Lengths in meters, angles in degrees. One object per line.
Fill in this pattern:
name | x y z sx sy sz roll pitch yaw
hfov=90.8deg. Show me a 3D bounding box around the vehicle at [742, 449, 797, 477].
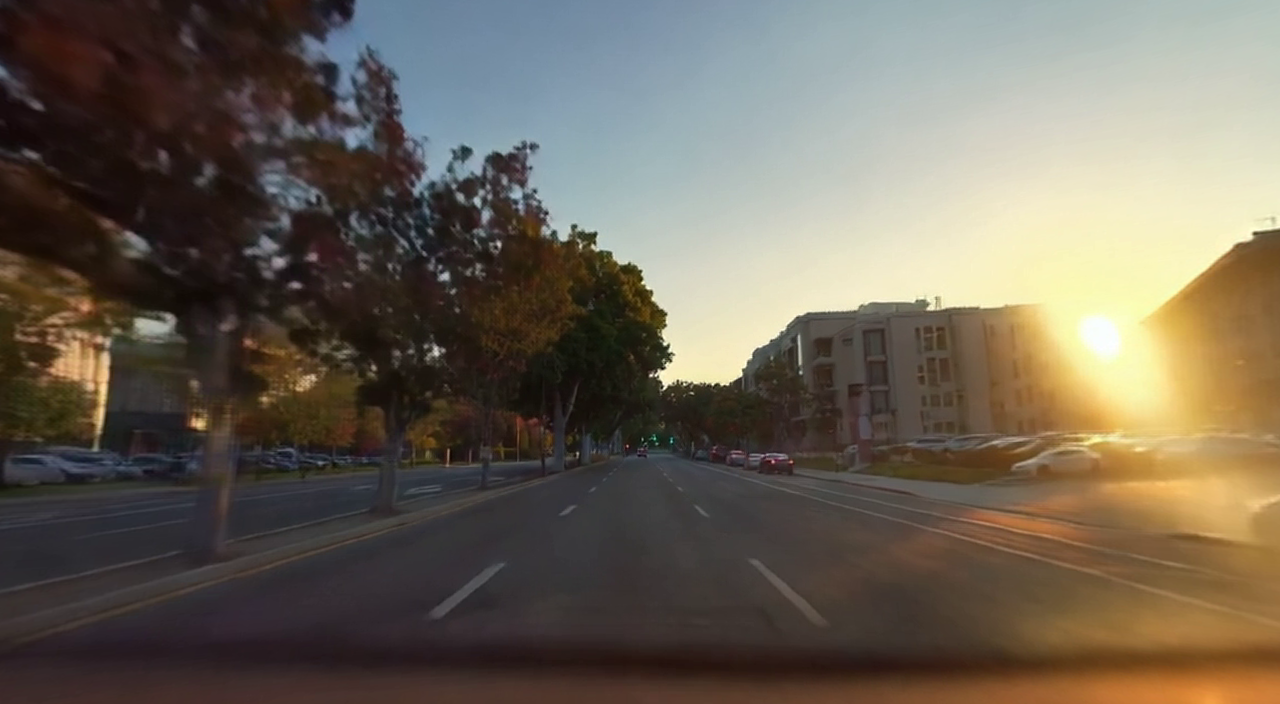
vehicle | 7.447 6.425 36.792 2.066 1.451 4.783 0 -8 -2
